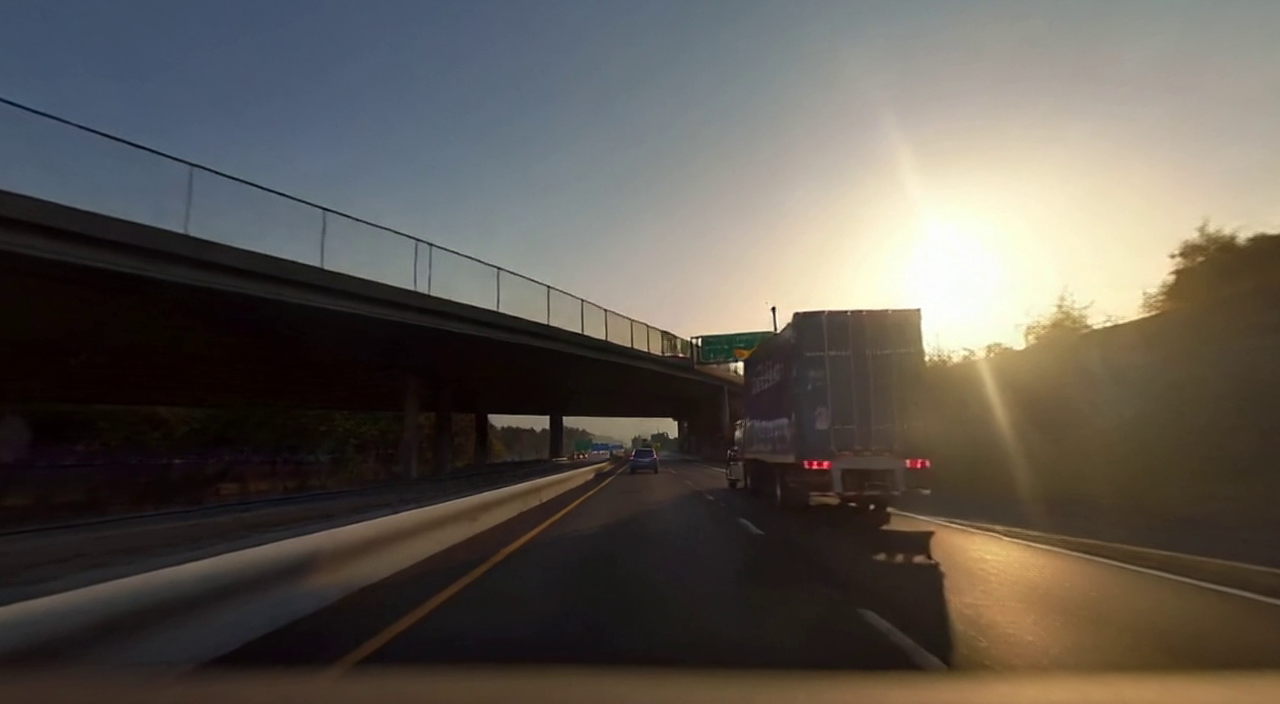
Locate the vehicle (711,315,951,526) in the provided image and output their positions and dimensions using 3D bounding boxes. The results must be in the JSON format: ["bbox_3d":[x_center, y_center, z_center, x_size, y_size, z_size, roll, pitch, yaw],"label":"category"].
[{"bbox_3d":[4.686,2.472,20.086,3.167,4.180,14.924,2,-9,1],"label":"vehicle"}]

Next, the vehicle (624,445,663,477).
[{"bbox_3d":[0.242,6.364,36.845,2.160,1.691,4.243,-1,-9,1],"label":"vehicle"}]
